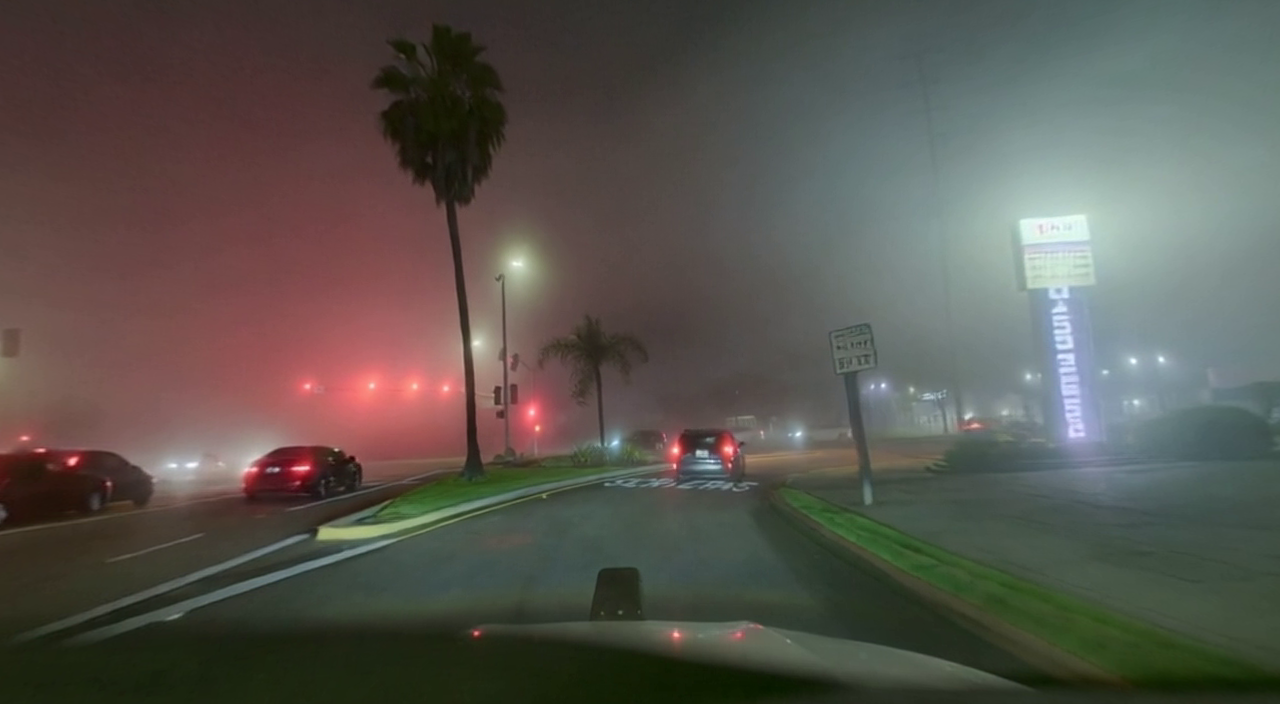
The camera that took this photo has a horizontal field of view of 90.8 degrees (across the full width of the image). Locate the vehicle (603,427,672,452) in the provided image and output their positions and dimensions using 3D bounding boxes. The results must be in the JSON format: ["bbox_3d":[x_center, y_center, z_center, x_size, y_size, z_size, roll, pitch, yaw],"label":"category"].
[{"bbox_3d":[-0.222,6.523,47.172,4.757,1.633,1.932,-1,-8,-10],"label":"vehicle"}]

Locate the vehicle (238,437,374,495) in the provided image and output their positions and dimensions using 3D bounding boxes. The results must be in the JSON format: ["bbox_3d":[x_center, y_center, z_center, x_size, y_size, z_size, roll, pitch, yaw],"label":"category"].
[{"bbox_3d":[-9.626,3.290,18.676,1.912,1.487,4.471,1,-9,-6],"label":"vehicle"}]

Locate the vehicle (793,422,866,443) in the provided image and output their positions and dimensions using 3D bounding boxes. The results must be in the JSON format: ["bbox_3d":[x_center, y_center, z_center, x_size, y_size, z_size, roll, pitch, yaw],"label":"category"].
[{"bbox_3d":[14.714,6.248,49.110,4.981,1.491,1.922,0,-10,-7],"label":"vehicle"}]

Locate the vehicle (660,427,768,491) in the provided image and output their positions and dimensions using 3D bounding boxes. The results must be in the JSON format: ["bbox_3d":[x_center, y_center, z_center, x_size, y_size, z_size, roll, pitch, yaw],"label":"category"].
[{"bbox_3d":[2.170,2.865,17.216,2.070,1.493,4.570,-3,-9,17],"label":"vehicle"}]

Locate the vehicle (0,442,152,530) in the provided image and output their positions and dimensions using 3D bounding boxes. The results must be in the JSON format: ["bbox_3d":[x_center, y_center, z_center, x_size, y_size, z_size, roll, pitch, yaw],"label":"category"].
[{"bbox_3d":[-12.047,2.522,12.298,1.905,1.482,4.463,1,-9,-7],"label":"vehicle"}]

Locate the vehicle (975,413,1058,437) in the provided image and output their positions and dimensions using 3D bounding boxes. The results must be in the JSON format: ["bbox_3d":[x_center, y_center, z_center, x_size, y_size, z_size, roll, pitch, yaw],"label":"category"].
[{"bbox_3d":[25.937,5.085,43.583,4.458,1.589,2.044,1,-8,-6],"label":"vehicle"}]

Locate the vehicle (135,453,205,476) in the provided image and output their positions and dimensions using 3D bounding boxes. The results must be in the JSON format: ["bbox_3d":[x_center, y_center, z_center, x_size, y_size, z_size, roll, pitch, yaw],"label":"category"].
[{"bbox_3d":[-34.533,8.277,46.611,2.036,1.526,4.732,1,-9,-8],"label":"vehicle"}]
